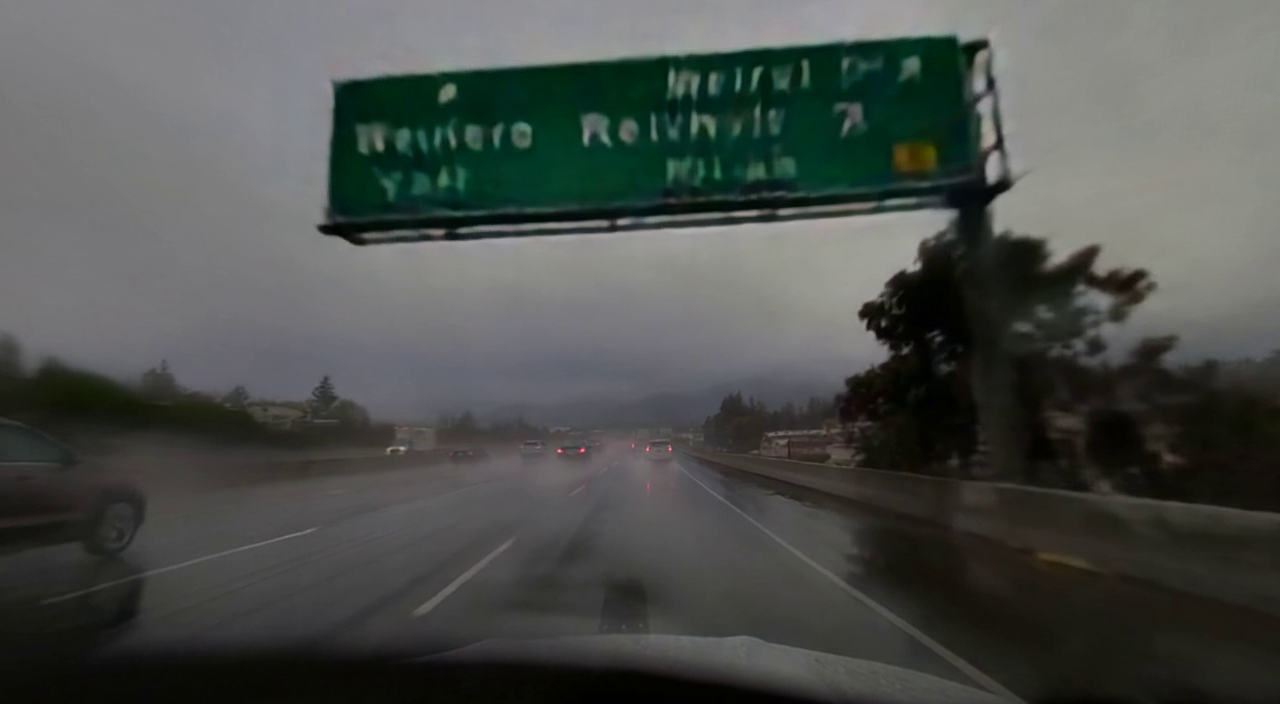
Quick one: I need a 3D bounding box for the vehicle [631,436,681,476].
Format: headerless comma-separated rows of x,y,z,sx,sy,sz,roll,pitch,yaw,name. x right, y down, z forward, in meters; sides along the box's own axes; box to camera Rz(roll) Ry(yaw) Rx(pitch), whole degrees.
0.697,4.779,29.278,2.135,1.697,4.757,0,-8,0,vehicle

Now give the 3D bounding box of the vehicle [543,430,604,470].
-3.652,5.570,36.099,2.751,2.050,5.761,0,-8,1,vehicle

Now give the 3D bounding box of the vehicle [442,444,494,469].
-11.090,6.755,41.006,1.951,1.491,4.697,0,-8,1,vehicle

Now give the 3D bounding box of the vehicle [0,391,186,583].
-7.699,1.272,5.756,2.521,1.901,5.988,0,-8,2,vehicle

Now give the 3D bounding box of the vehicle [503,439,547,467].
-7.794,6.864,43.195,2.078,1.779,4.610,0,-8,1,vehicle
